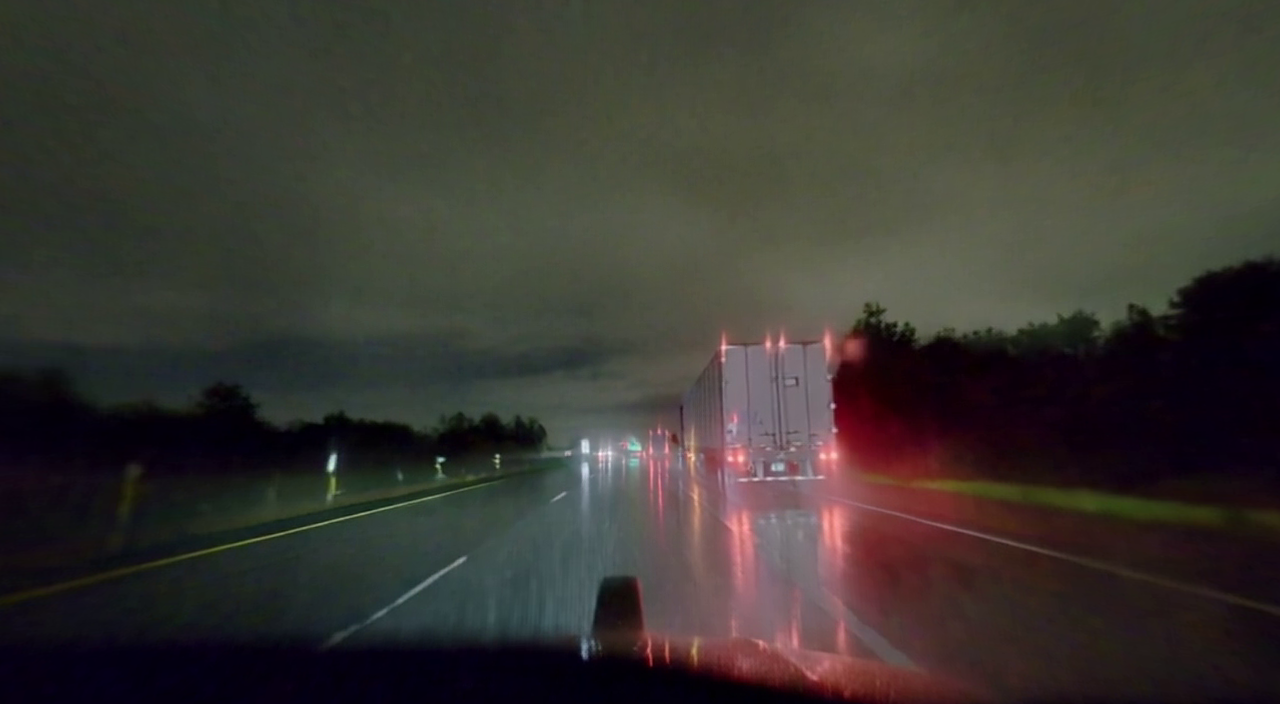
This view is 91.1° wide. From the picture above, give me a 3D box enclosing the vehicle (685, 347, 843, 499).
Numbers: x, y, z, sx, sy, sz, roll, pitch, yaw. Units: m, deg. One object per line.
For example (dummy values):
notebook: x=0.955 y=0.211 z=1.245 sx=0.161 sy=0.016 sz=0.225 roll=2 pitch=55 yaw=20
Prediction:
vehicle: x=3.717 y=2.845 z=23.189 sx=3.037 sy=3.999 sz=13.133 roll=0 pitch=-9 yaw=-1
